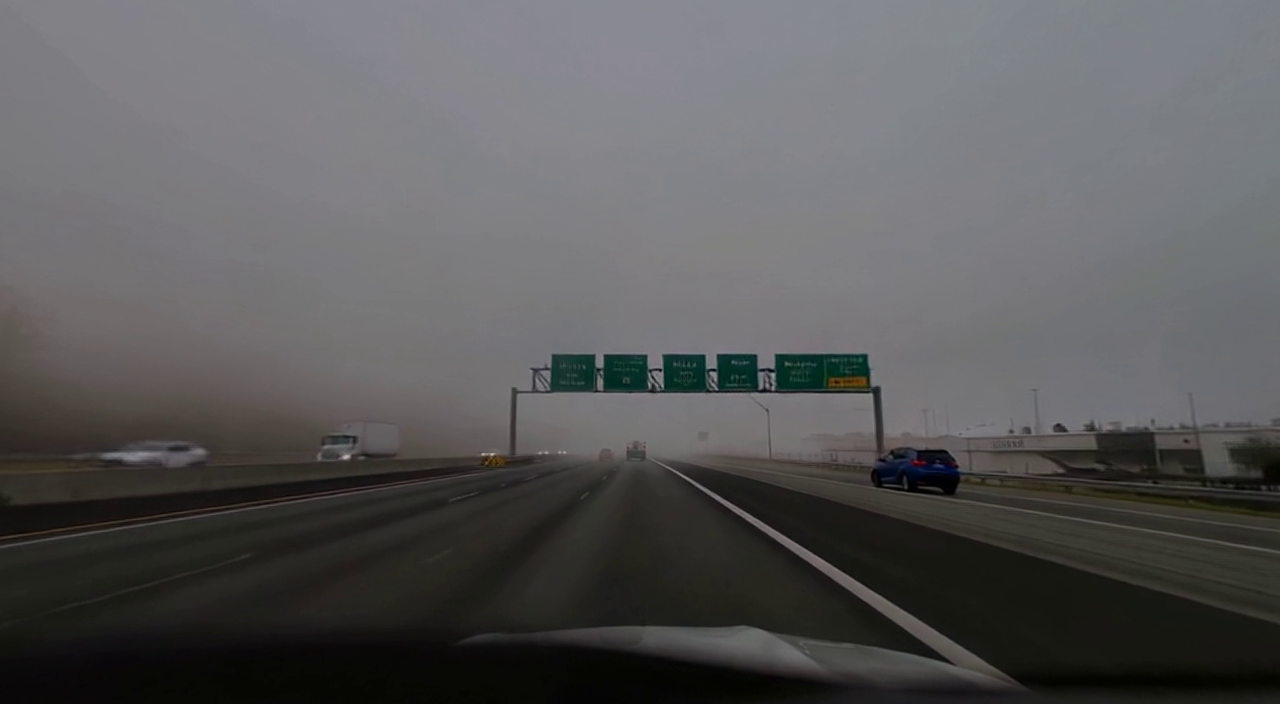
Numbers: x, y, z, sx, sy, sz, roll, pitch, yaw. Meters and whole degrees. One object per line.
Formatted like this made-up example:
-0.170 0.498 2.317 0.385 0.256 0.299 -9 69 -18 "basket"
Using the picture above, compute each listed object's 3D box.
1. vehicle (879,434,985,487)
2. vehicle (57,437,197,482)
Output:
14.063 5.277 30.899 2.411 2.326 5.300 0 -9 -3 "vehicle"
-19.772 4.168 24.631 1.851 1.570 4.280 0 -9 0 "vehicle"
